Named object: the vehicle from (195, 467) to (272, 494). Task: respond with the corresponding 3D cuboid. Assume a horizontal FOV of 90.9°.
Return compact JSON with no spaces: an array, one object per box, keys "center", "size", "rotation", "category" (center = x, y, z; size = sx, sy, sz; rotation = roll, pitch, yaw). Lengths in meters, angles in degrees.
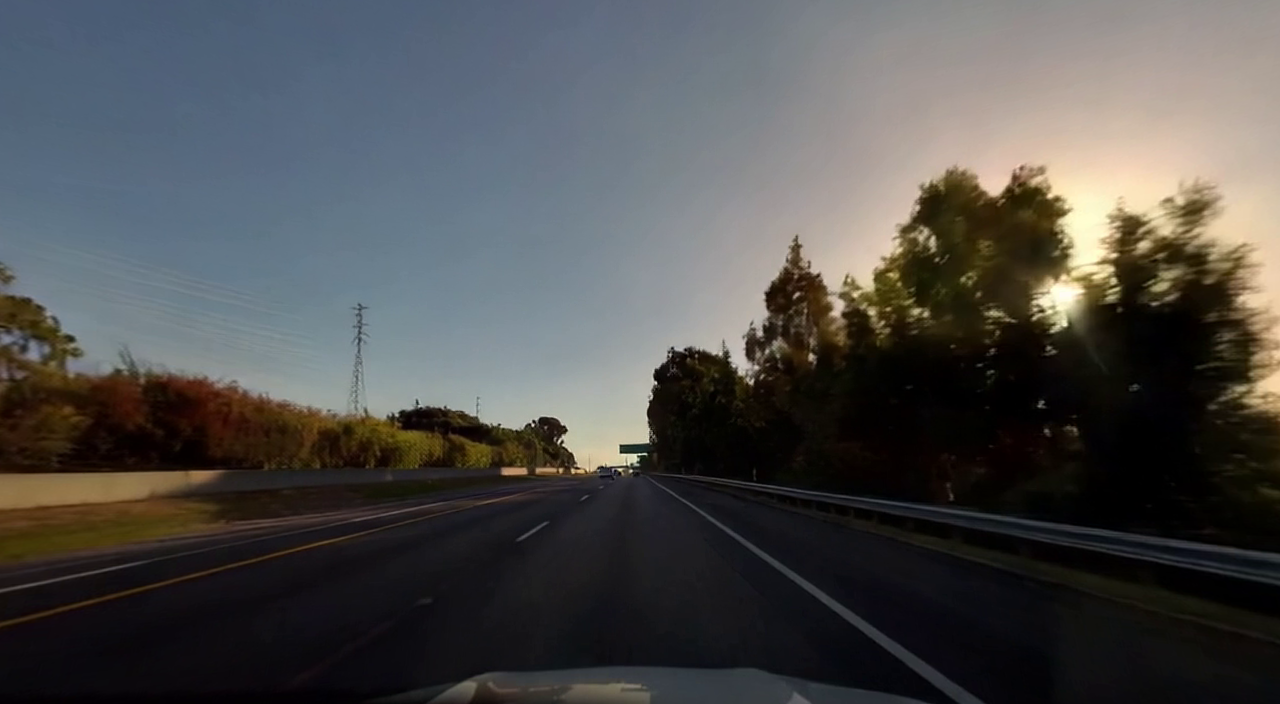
[{"center":[-23.871,7.531,37.145],"size":[1.763,1.441,4.230],"rotation":[1,-11,-2],"category":"vehicle"}]
